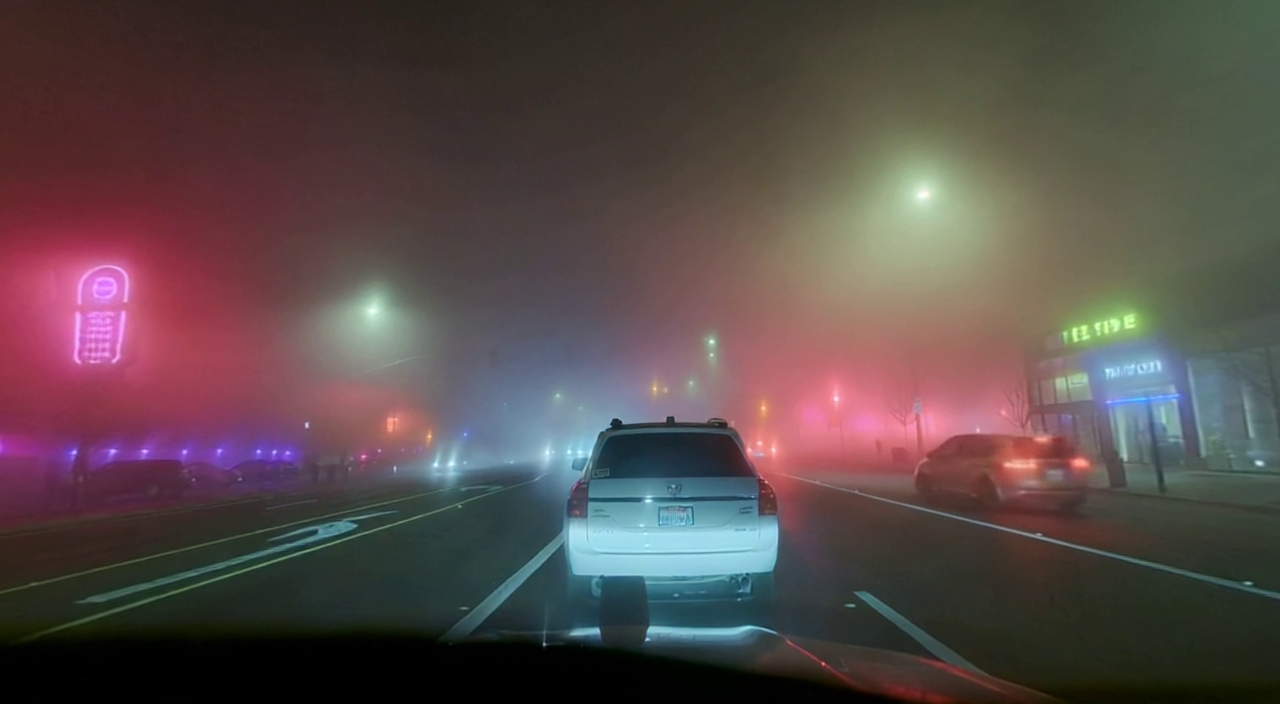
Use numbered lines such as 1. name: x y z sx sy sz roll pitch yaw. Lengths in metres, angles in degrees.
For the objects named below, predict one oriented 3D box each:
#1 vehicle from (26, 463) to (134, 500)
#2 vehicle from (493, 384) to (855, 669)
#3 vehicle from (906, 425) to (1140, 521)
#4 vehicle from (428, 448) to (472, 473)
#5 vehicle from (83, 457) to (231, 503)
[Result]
1. vehicle: -28.640 6.622 32.431 2.018 1.716 4.042 -1 -10 -5
2. vehicle: 0.201 1.311 5.735 2.125 1.669 3.880 0 -8 0
3. vehicle: 6.973 2.237 12.141 1.900 1.507 4.151 0 -8 0
4. vehicle: -13.897 7.908 46.260 1.965 1.695 4.284 0 -8 -1
5. vehicle: -20.201 5.286 26.510 4.608 1.659 1.981 8 -12 -44
